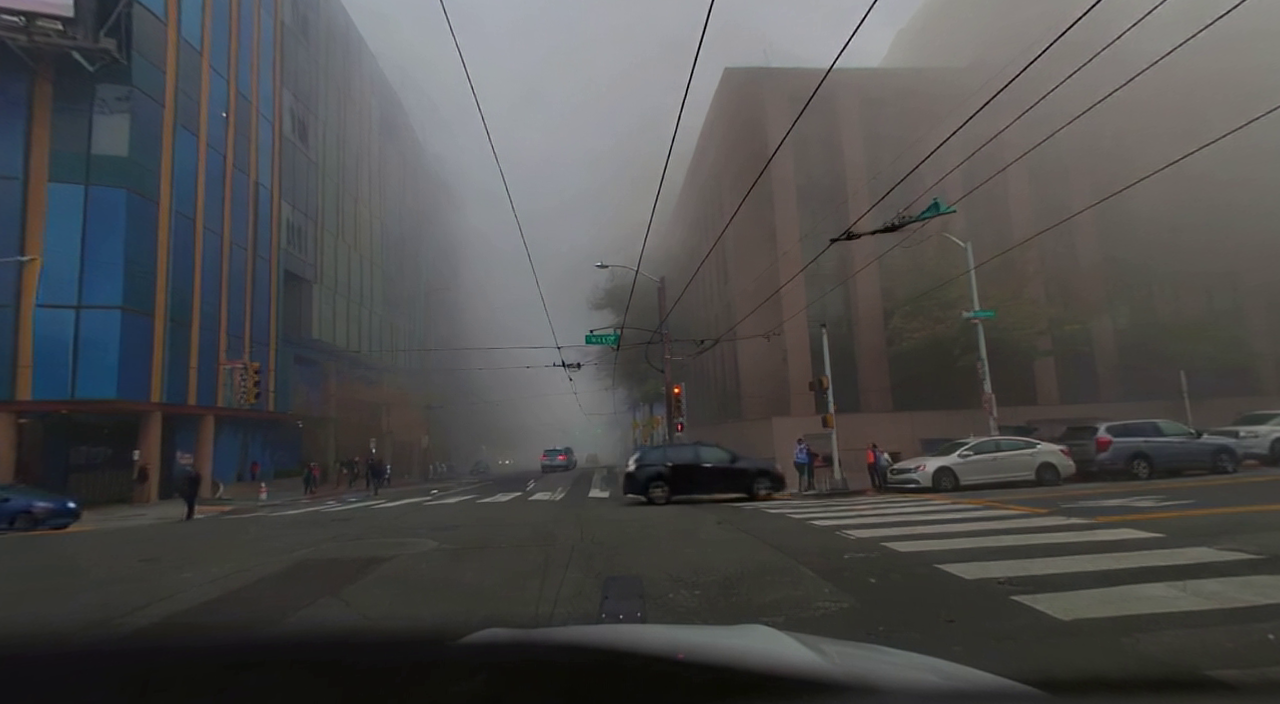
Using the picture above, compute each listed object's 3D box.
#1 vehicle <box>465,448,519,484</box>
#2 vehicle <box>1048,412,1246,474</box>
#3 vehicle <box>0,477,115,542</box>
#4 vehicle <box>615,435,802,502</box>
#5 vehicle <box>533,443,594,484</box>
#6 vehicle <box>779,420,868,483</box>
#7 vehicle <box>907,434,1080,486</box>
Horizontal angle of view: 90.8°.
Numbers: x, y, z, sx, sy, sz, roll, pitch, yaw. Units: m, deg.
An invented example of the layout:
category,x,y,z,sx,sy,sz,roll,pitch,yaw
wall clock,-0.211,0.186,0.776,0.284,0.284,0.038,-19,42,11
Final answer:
category,x,y,z,sx,sy,sz,roll,pitch,yaw
vehicle,-8.410,6.503,36.277,2.121,1.792,4.510,-3,-8,-2
vehicle,16.761,3.041,21.070,4.944,1.946,1.952,0,-8,-3
vehicle,-16.811,4.049,16.293,4.549,1.490,1.797,2,-9,-15
vehicle,1.675,3.030,16.698,4.637,1.624,1.927,0,-8,-3
vehicle,-3.722,5.543,31.806,2.137,1.910,5.120,-1,-9,3
vehicle,7.576,4.102,26.630,2.316,2.425,4.466,1,-7,-2
vehicle,11.396,3.491,20.554,4.697,1.510,1.596,0,-9,-4
